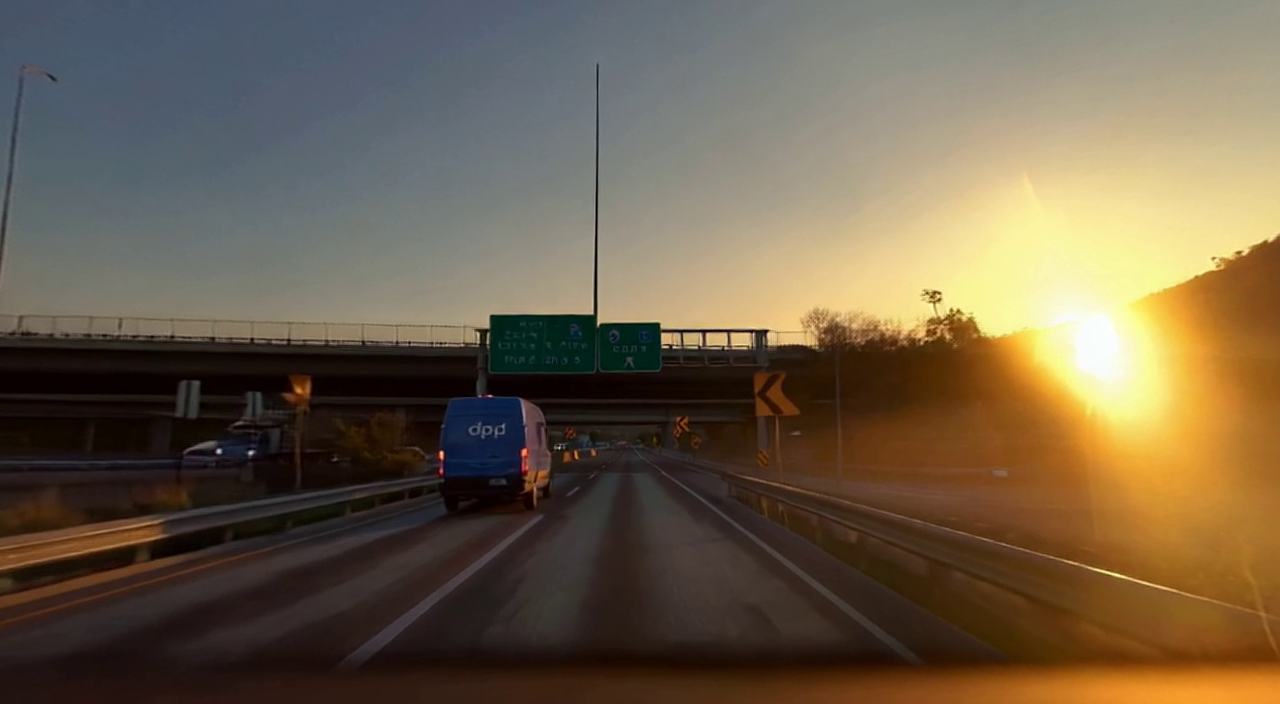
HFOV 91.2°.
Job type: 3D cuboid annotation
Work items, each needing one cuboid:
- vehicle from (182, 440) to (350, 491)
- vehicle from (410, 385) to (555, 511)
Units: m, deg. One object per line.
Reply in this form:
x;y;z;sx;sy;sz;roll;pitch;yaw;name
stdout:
-12.359;3.766;21.070;4.396;1.557;1.952;2;-9;-15;vehicle
-3.783;2.556;16.786;2.463;2.640;7.034;0;-9;-4;vehicle
